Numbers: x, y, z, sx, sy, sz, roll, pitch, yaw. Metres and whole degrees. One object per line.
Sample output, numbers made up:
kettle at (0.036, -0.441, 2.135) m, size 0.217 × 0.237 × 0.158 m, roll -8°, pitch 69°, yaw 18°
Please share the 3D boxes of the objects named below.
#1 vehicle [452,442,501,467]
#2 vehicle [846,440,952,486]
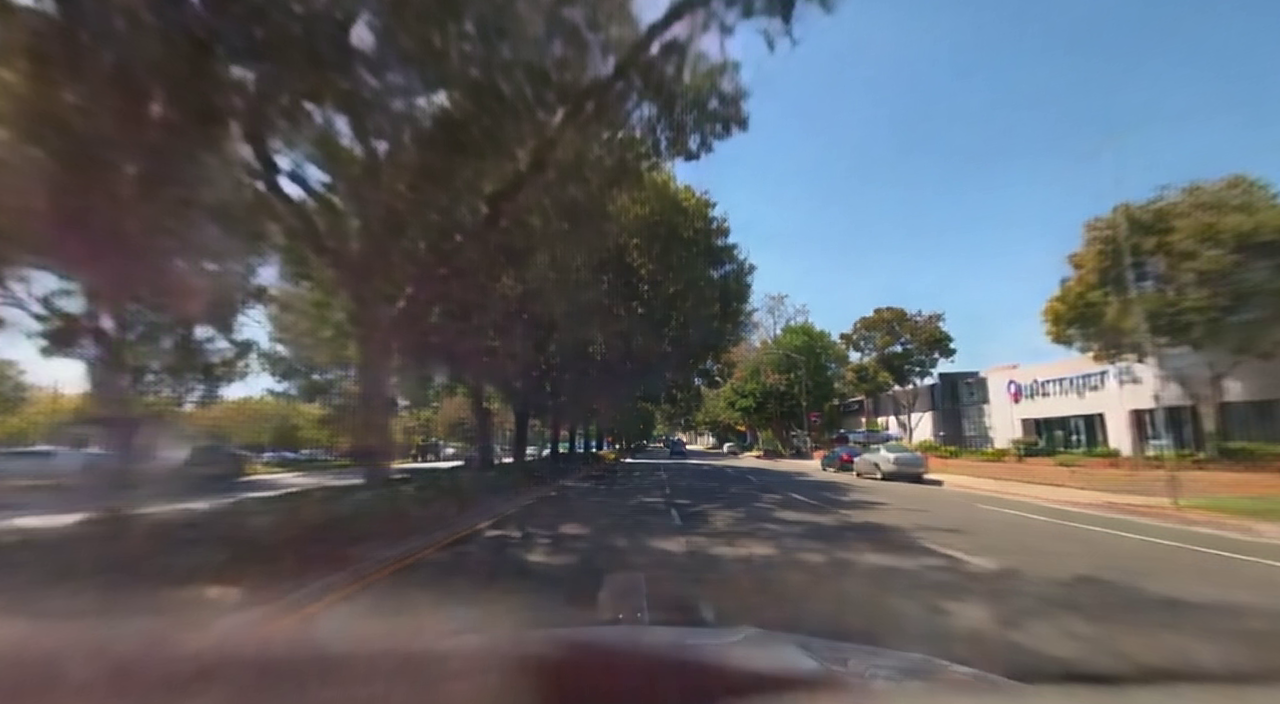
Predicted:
vehicle at (-10.337, 6.529, 40.389) m, size 1.864 × 1.497 × 4.604 m, roll 0°, pitch -9°, yaw 1°
vehicle at (9.051, 3.913, 22.574) m, size 2.022 × 1.449 × 4.706 m, roll -1°, pitch -9°, yaw 3°
